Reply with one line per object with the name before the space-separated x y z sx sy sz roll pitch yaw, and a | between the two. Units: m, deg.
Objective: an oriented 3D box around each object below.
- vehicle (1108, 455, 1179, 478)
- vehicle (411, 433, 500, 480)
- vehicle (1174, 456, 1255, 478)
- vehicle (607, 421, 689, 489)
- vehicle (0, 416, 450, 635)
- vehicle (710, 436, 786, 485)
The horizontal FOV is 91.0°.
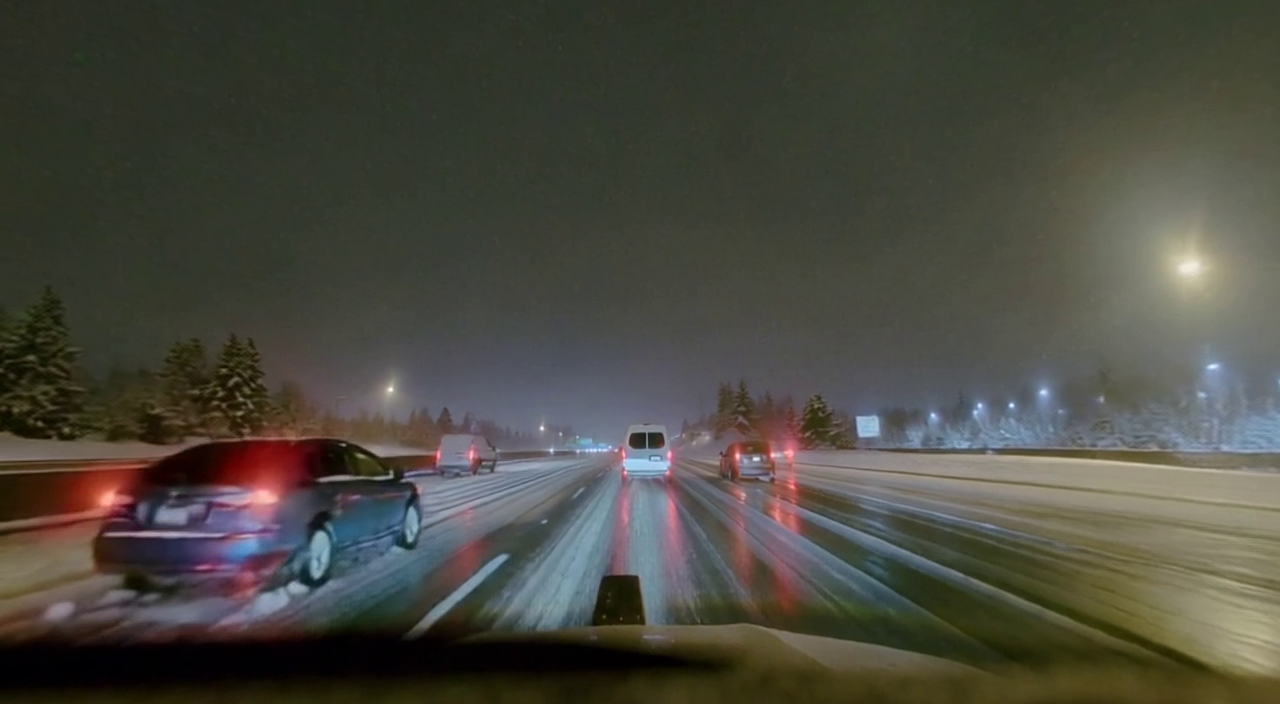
vehicle | 37.325 8.502 46.757 3.527 1.437 1.839 -4 -8 8
vehicle | -7.613 4.369 26.640 2.192 1.776 4.957 0 -8 1
vehicle | 42.298 8.471 46.435 4.039 1.466 1.715 -2 -8 6
vehicle | 0.229 3.517 21.780 2.509 2.062 4.639 0 -8 0
vehicle | -3.965 1.595 6.960 2.173 1.542 4.781 0 -8 1
vehicle | 4.022 4.124 24.303 2.146 1.678 4.489 0 -8 0
